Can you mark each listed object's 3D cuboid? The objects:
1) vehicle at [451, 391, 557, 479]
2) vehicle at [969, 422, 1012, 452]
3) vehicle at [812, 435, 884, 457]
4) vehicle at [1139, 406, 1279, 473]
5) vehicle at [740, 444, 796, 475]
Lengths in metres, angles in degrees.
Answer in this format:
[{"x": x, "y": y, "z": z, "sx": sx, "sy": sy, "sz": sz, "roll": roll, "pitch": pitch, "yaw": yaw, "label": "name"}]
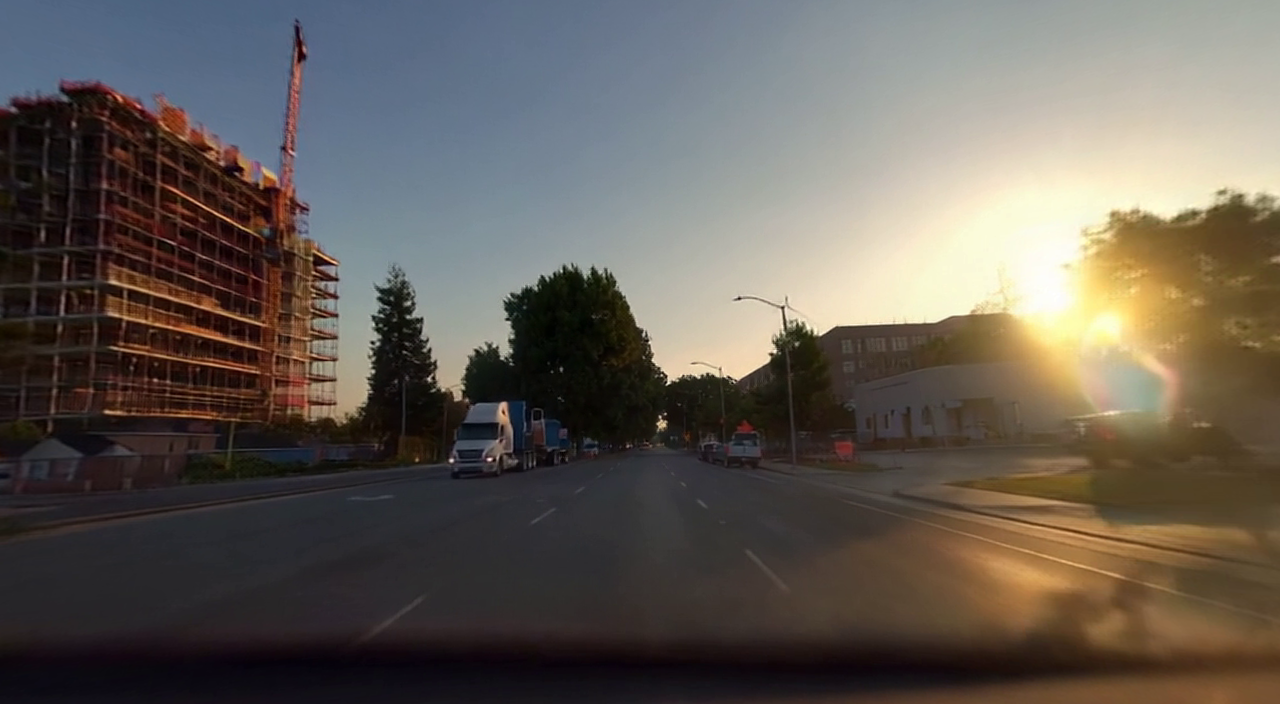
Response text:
[{"x": -6.955, "y": 4.591, "z": 34.168, "sx": 3.071, "sy": 3.982, "sz": 10.729, "roll": 0, "pitch": -8, "yaw": 2, "label": "vehicle"}, {"x": 23.375, "y": 5.690, "z": 41.753, "sx": 2.078, "sy": 1.823, "sz": 5.181, "roll": -5, "pitch": -10, "yaw": 32, "label": "vehicle"}, {"x": 16.063, "y": 7.291, "z": 48.639, "sx": 4.775, "sy": 1.610, "sz": 2.147, "roll": 0, "pitch": -9, "yaw": -2, "label": "vehicle"}, {"x": 16.359, "y": 2.328, "z": 16.689, "sx": 4.422, "sy": 1.677, "sz": 2.004, "roll": 0, "pitch": -8, "yaw": -1, "label": "vehicle"}, {"x": 6.667, "y": 5.625, "z": 33.146, "sx": 1.933, "sy": 1.488, "sz": 4.736, "roll": 0, "pitch": -8, "yaw": 0, "label": "vehicle"}]
